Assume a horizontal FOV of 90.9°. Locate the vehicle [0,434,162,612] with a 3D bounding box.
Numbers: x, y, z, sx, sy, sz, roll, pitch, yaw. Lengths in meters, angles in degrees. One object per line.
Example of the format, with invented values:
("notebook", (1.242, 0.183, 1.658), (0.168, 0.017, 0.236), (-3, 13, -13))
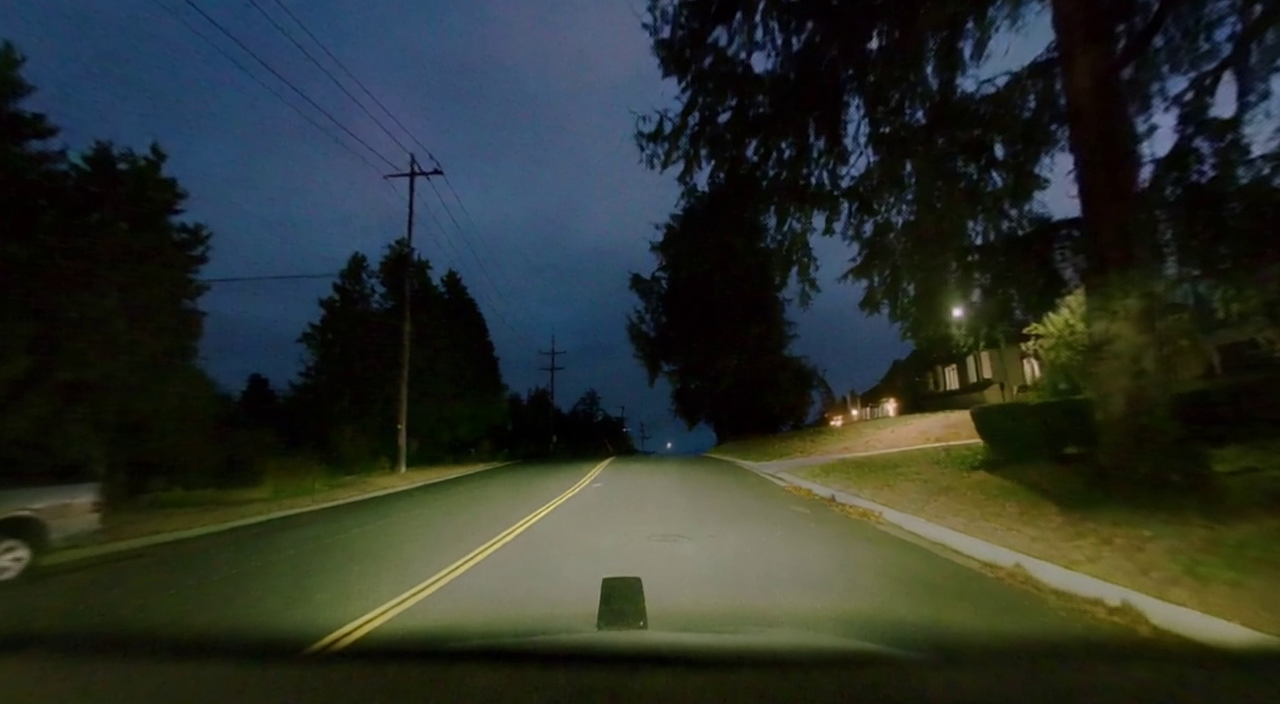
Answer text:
("vehicle", (-6.801, 1.440, 4.894), (2.032, 1.595, 5.289), (0, -8, 0))
